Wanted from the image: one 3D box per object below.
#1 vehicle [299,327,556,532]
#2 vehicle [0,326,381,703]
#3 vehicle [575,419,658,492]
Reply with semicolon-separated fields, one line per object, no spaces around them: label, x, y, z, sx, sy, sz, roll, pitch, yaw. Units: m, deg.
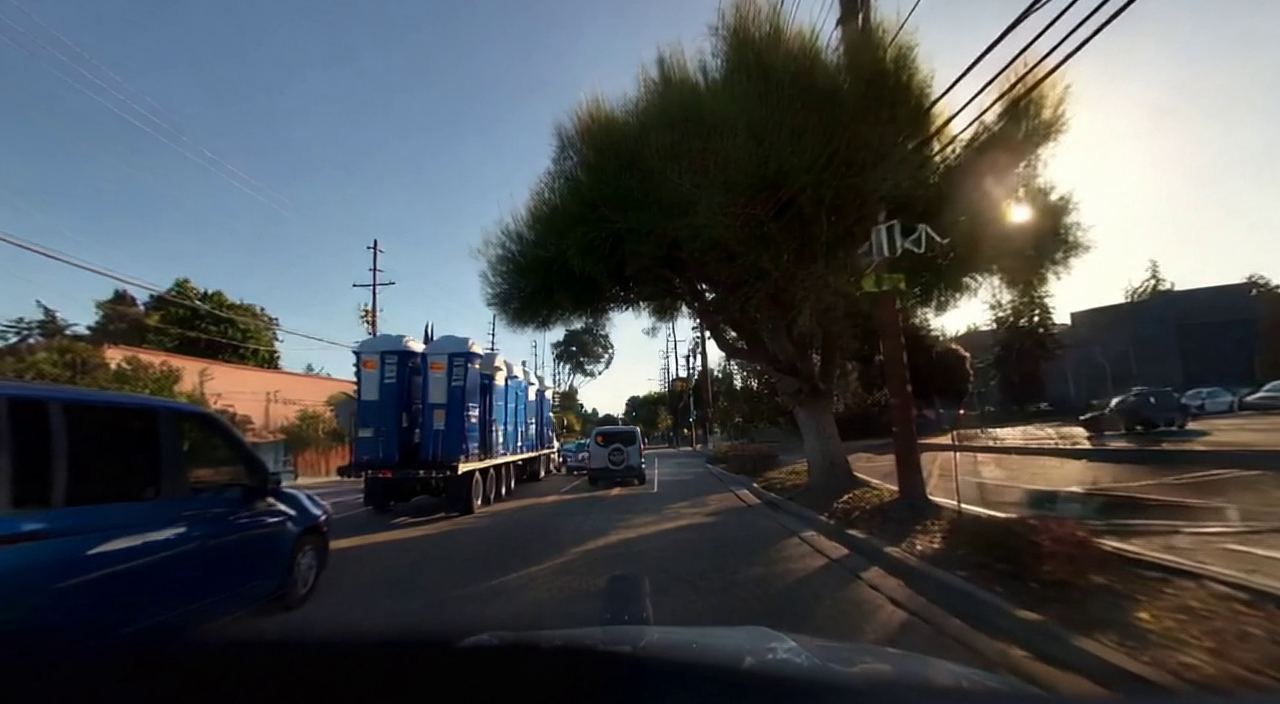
vehicle;-4.067;1.847;14.574;3.120;3.393;7.945;1;-8;0
vehicle;-3.492;0.958;3.274;2.187;1.821;4.748;0;-8;1
vehicle;-0.649;2.982;18.369;2.117;1.861;4.095;0;-8;-1
